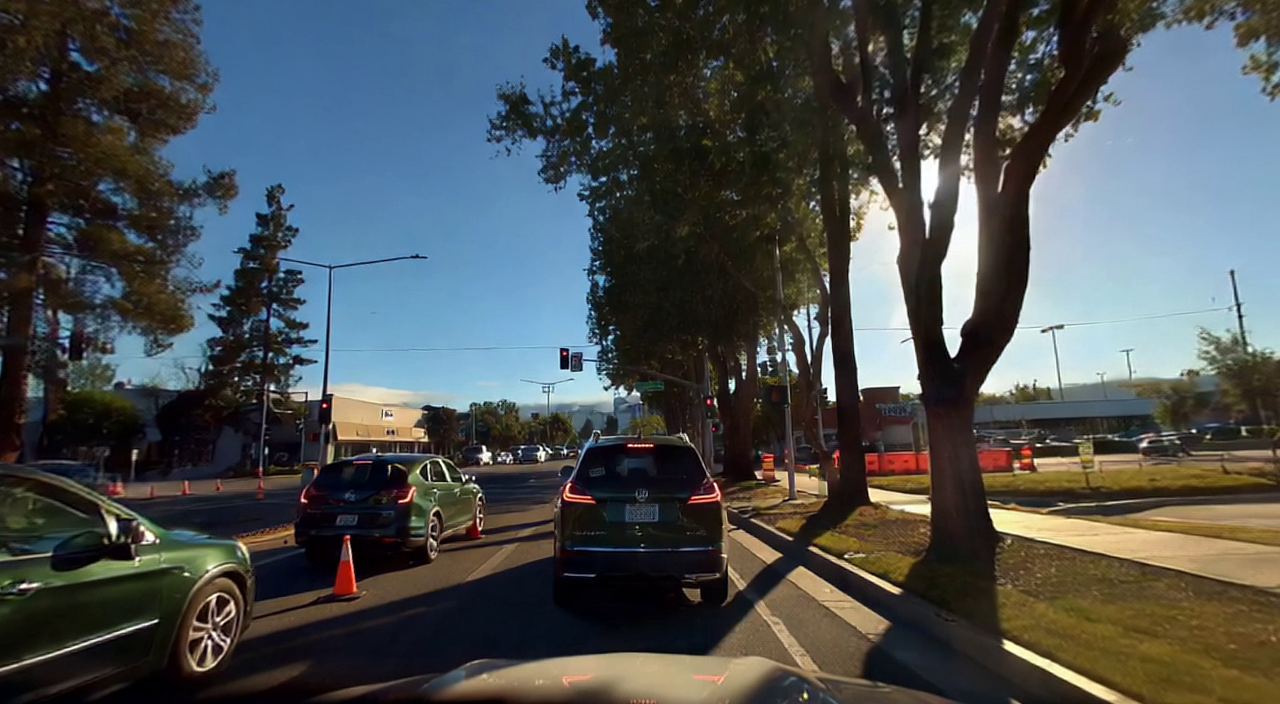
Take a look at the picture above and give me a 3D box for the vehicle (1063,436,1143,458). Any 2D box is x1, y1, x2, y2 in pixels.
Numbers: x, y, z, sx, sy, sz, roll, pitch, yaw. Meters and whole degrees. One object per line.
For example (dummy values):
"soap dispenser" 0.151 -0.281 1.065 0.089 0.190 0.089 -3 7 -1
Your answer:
"vehicle" 36.676 7.551 49.983 4.791 1.635 1.857 0 -9 1

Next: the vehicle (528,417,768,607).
"vehicle" 0.115 1.627 7.216 2.021 1.560 3.676 0 -9 1

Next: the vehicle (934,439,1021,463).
"vehicle" 21.890 6.437 40.944 4.579 1.480 1.819 0 -9 3

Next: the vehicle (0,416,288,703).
"vehicle" -3.593 0.946 2.144 1.964 1.497 4.722 0 -9 1

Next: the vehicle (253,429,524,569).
"vehicle" -3.272 2.004 9.447 1.989 1.541 4.626 0 -9 2
